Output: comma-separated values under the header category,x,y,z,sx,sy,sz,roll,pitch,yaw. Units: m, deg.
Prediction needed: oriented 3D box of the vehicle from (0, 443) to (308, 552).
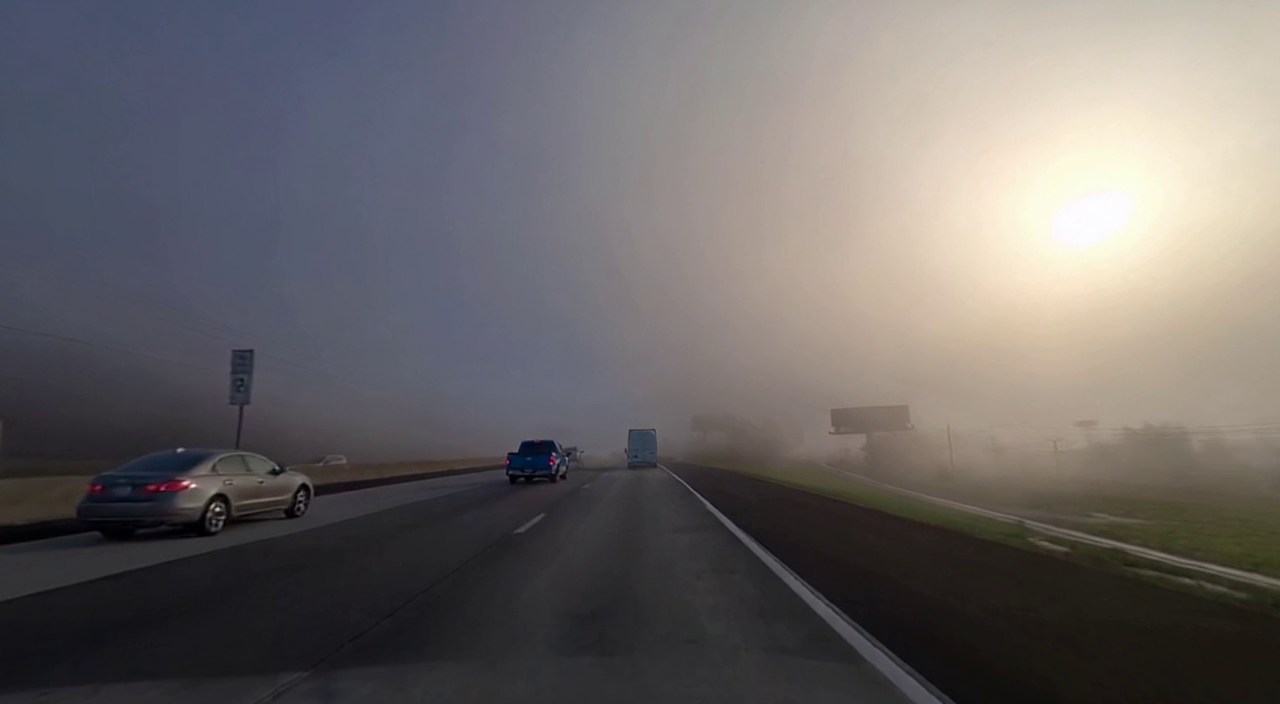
category,x,y,z,sx,sy,sz,roll,pitch,yaw
vehicle,-8.040,2.349,10.967,1.941,1.475,4.597,0,-8,1

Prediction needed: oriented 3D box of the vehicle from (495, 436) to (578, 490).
category,x,y,z,sx,sy,sz,roll,pitch,yaw
vehicle,-3.656,4.018,23.108,2.145,1.730,4.729,-1,-8,2

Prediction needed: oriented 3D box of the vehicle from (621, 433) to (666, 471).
category,x,y,z,sx,sy,sz,roll,pitch,yaw
vehicle,0.212,6.487,40.833,2.692,2.279,5.695,0,-8,0
